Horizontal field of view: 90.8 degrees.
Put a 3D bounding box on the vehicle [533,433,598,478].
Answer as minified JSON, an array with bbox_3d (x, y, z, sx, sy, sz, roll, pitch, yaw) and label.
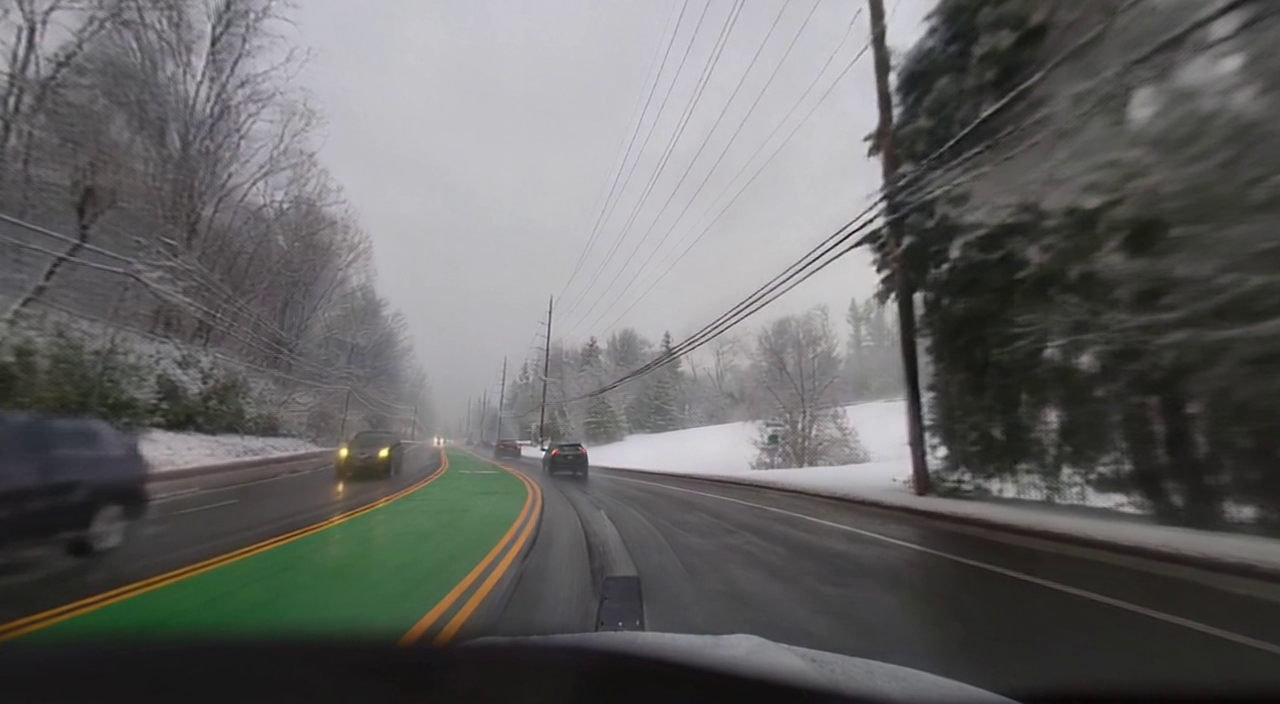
[{"bbox_3d":[-3.408,4.572,28.100,2.140,1.767,4.720,2,-9,-16],"label":"vehicle"}]

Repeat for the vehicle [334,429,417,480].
[{"bbox_3d":[-9.874,3.798,23.965,1.967,1.688,4.286,0,-6,-10],"label":"vehicle"}]

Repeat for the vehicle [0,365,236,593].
[{"bbox_3d":[-7.173,1.278,6.532,2.524,2.051,5.963,1,-9,-6],"label":"vehicle"}]

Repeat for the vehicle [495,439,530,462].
[{"bbox_3d":[-9.963,7.628,49.128,2.075,1.699,4.520,3,-9,-18],"label":"vehicle"}]
